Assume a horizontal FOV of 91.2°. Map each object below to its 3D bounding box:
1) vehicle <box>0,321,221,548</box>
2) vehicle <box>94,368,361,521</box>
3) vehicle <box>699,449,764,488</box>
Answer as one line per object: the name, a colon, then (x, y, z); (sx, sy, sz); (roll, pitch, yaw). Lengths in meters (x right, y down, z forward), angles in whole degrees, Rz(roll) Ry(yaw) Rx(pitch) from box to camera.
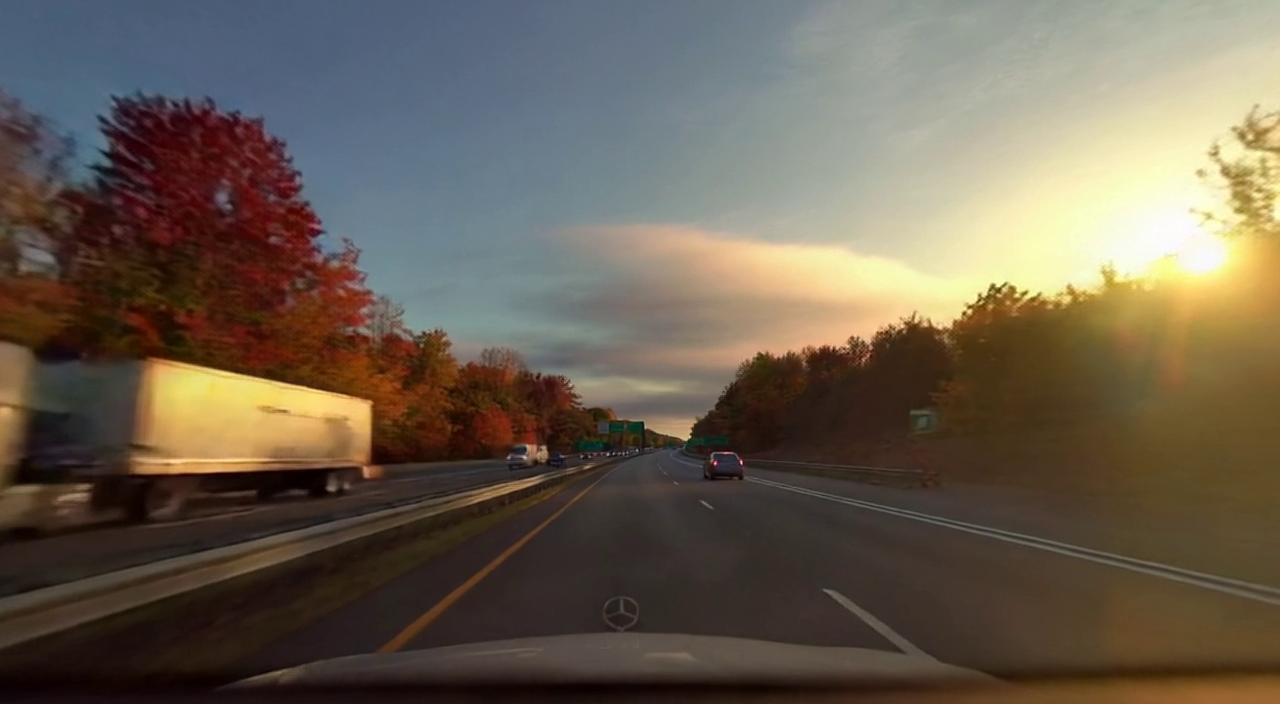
vehicle: (-12.817, 1.585, 11.813); (3.017, 3.962, 9.879); (0, -9, -1)
vehicle: (-12.904, 3.117, 21.139); (2.861, 4.025, 8.961); (0, -9, -1)
vehicle: (3.870, 5.027, 27.408); (2.070, 1.546, 4.648); (0, -9, -1)
